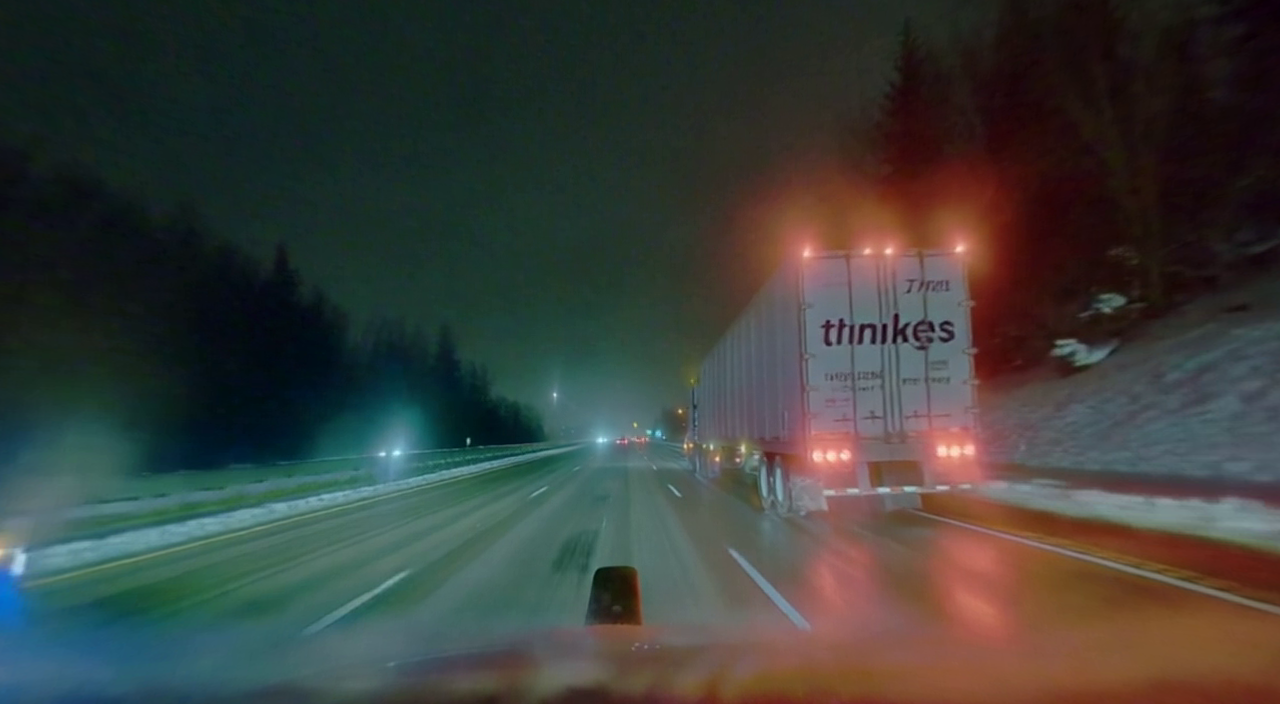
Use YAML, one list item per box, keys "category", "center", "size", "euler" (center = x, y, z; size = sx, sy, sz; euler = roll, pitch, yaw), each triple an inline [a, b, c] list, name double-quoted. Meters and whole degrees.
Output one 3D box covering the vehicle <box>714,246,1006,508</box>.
- category: "vehicle"
  center: [4.018, 1.172, 16.279]
  size: [2.850, 3.894, 13.987]
  euler: [0, -7, 1]
